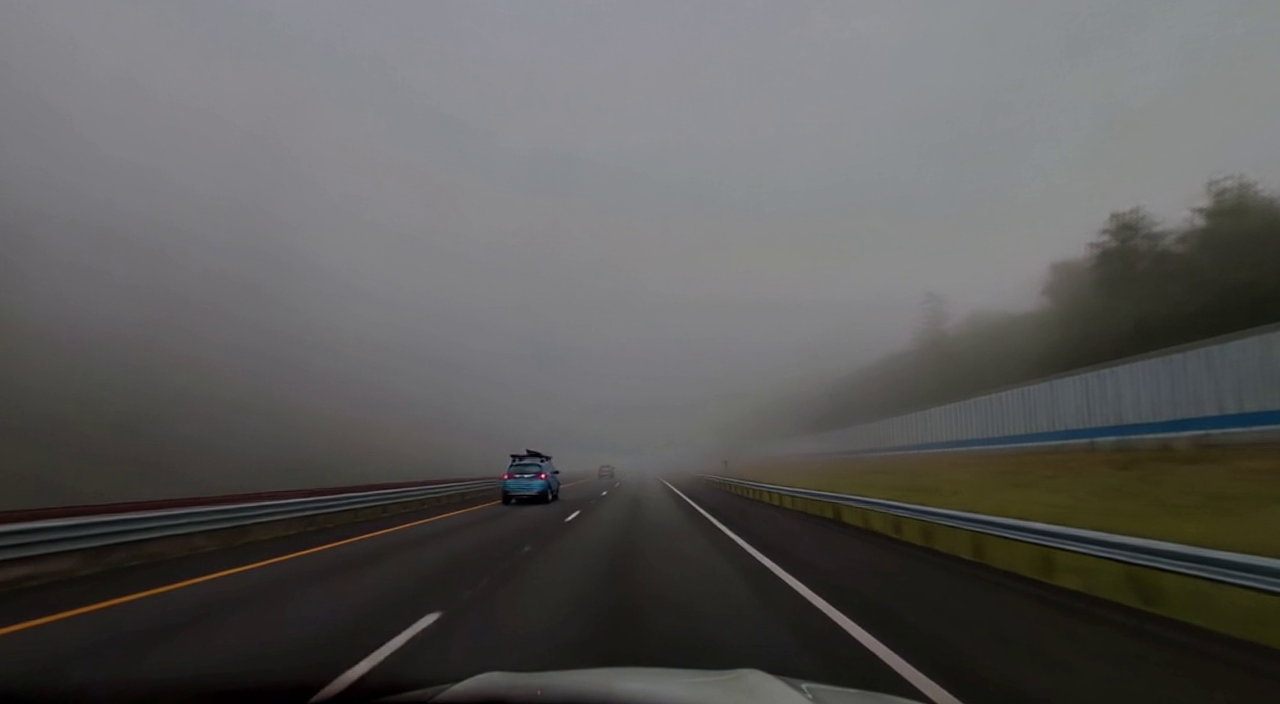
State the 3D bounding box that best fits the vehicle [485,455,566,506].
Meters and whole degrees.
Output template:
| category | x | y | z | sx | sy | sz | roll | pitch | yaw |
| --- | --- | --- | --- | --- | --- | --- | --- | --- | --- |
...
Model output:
| category | x | y | z | sx | sy | sz | roll | pitch | yaw |
| --- | --- | --- | --- | --- | --- | --- | --- | --- | --- |
| vehicle | -4.030 | 4.645 | 22.985 | 2.022 | 1.650 | 4.331 | 0 | -11 | 1 |
